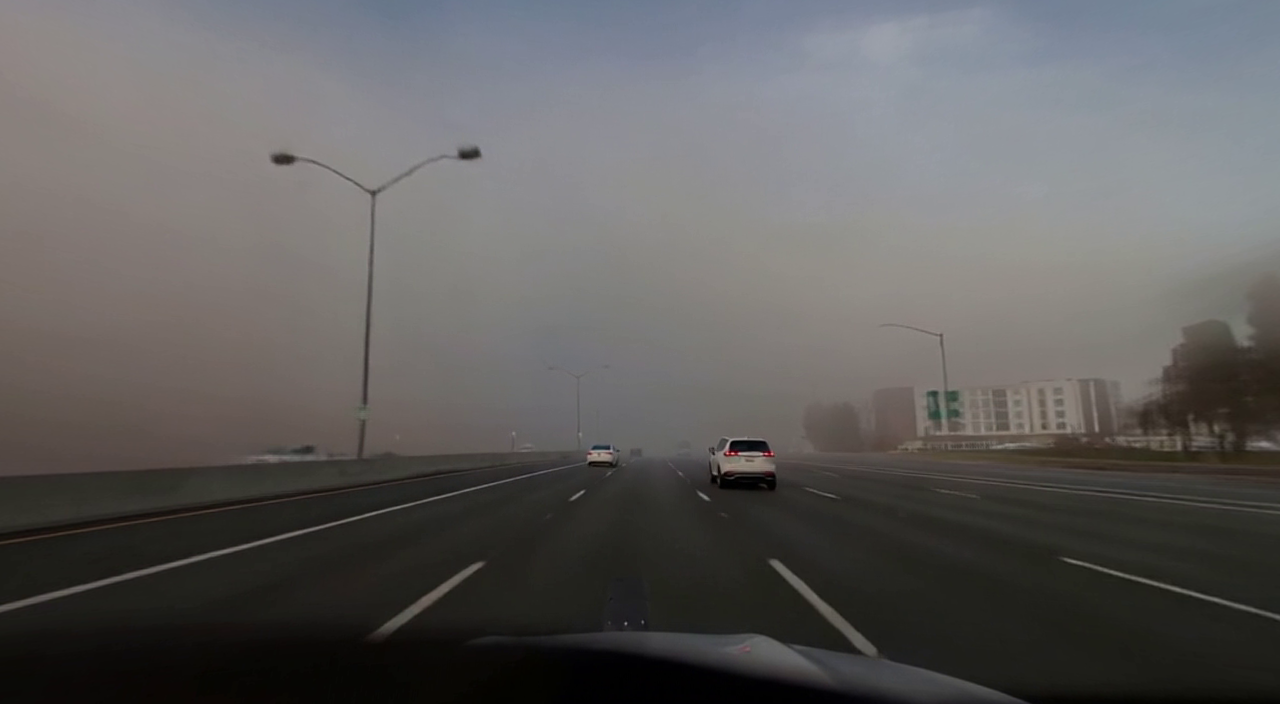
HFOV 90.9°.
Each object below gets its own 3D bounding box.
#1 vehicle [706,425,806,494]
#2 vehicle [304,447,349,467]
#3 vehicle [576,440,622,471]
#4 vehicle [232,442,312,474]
[{"bbox_3d":[3.402,3.266,19.559,2.148,1.852,4.835,0,-8,0],"label":"vehicle"},{"bbox_3d":[-24.668,8.233,49.727,1.470,1.318,3.856,-6,-8,1],"label":"vehicle"},{"bbox_3d":[-2.178,5.721,35.064,2.080,1.542,4.718,-1,-8,2],"label":"vehicle"},{"bbox_3d":[-18.913,5.439,32.574,1.769,1.500,3.696,-1,-8,3],"label":"vehicle"}]
